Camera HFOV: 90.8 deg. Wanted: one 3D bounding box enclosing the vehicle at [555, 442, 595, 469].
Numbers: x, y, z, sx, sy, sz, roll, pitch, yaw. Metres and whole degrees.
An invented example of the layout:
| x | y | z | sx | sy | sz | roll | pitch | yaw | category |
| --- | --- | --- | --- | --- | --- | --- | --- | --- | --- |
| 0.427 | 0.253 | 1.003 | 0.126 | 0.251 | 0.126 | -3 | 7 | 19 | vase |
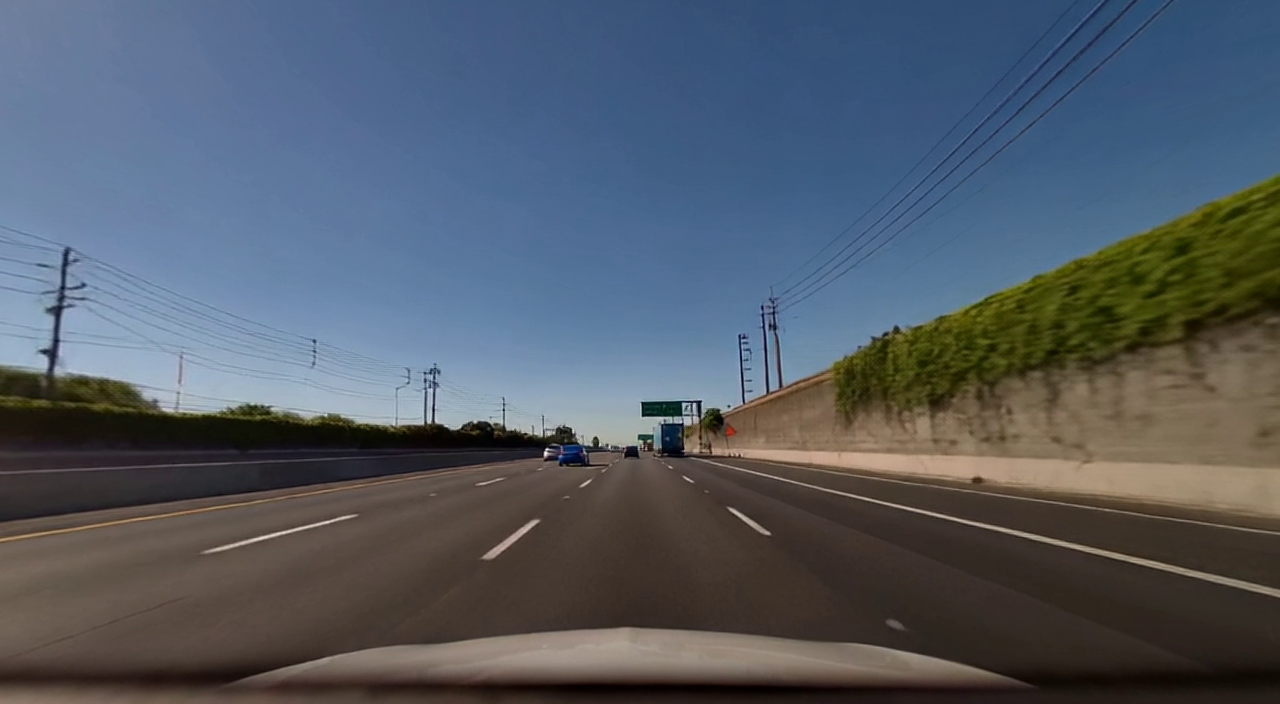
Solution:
| x | y | z | sx | sy | sz | roll | pitch | yaw | category |
| --- | --- | --- | --- | --- | --- | --- | --- | --- | --- |
| -3.886 | 6.288 | 38.370 | 2.009 | 1.533 | 4.175 | 0 | -9 | 0 | vehicle |
